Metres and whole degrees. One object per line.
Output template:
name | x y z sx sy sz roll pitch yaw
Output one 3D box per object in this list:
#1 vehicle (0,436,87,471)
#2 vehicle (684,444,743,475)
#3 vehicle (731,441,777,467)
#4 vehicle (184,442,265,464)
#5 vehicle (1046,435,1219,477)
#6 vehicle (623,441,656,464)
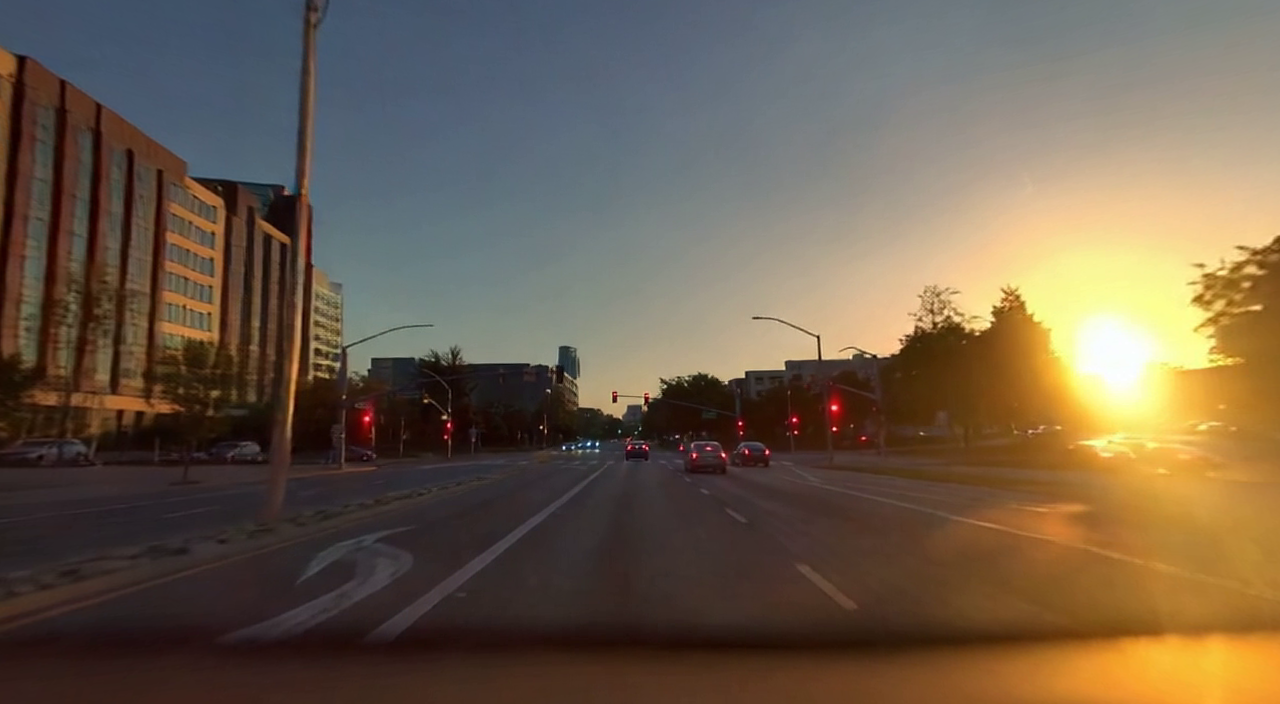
vehicle | -33.735 5.524 34.527 2.202 1.774 5.174 0 -9 1
vehicle | 3.307 4.922 29.235 2.080 1.321 4.382 0 -8 -2
vehicle | 6.922 6.244 38.770 1.861 1.473 4.393 0 -8 -1
vehicle | -29.890 7.302 45.536 4.469 1.501 1.990 -1 -10 5
vehicle | 23.771 5.055 30.733 6.313 1.772 2.263 -9 -11 43
vehicle | -0.036 6.757 42.606 2.143 1.480 4.006 0 -8 0
